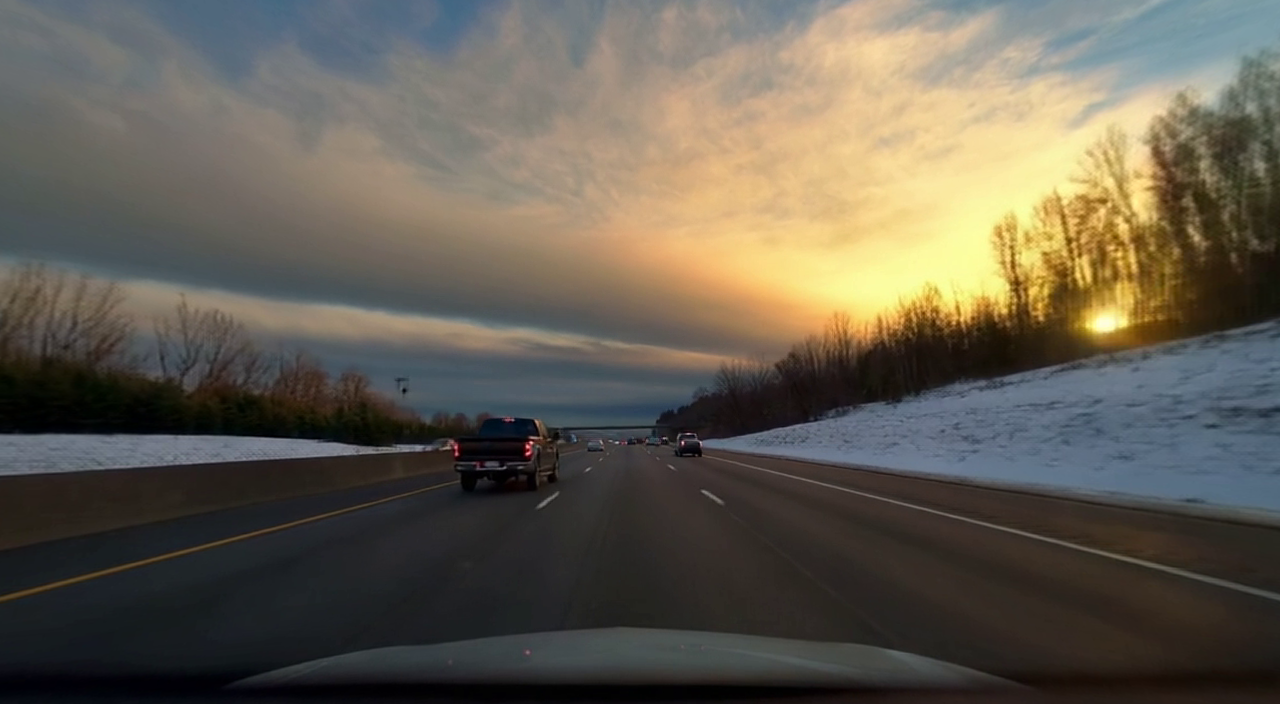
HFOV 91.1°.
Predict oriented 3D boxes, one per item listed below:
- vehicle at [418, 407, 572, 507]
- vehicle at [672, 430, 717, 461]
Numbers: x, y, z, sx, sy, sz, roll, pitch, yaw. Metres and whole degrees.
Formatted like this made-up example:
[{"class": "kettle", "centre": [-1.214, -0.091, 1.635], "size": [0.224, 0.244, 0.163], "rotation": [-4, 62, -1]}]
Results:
[{"class": "vehicle", "centre": [-2.846, 2.196, 13.631], "size": [2.185, 1.772, 4.656], "rotation": [0, -8, 1]}, {"class": "vehicle", "centre": [3.191, 5.583, 37.655], "size": [2.124, 1.696, 4.173], "rotation": [0, -8, -2]}]
